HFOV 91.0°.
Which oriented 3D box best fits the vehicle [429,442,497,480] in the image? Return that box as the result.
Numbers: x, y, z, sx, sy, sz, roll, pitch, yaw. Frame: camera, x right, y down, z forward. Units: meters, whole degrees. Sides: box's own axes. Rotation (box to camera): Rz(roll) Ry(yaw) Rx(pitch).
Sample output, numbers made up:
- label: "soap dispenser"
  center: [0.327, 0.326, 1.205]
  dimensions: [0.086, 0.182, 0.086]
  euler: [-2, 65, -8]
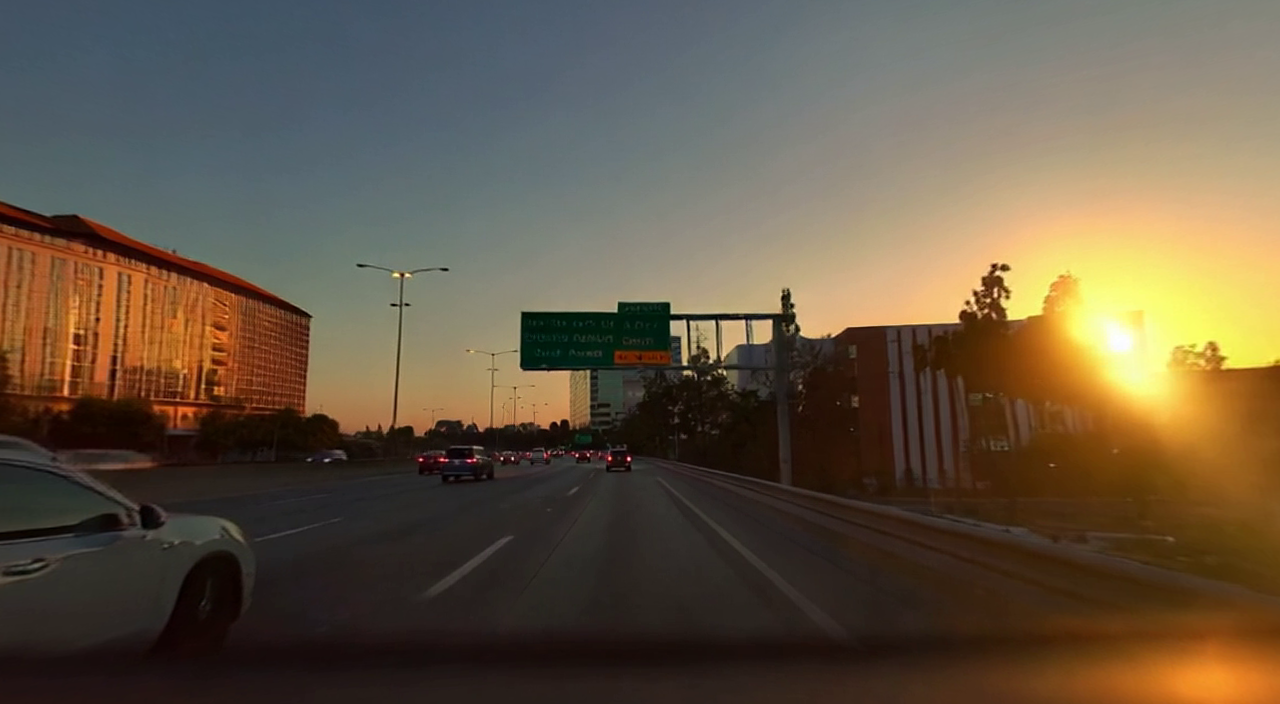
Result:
- label: "vehicle"
  center: [-8.500, 5.248, 30.664]
  dimensions: [2.065, 1.689, 4.399]
  euler: [0, -9, -1]

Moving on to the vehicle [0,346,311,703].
- label: "vehicle"
  center: [-3.611, 0.846, 2.522]
  dimensions: [2.036, 1.717, 4.592]
  euler: [0, -9, 1]

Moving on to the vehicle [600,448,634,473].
- label: "vehicle"
  center: [-1.487, 7.013, 41.035]
  dimensions: [2.110, 1.501, 4.319]
  euler: [0, -9, -2]
